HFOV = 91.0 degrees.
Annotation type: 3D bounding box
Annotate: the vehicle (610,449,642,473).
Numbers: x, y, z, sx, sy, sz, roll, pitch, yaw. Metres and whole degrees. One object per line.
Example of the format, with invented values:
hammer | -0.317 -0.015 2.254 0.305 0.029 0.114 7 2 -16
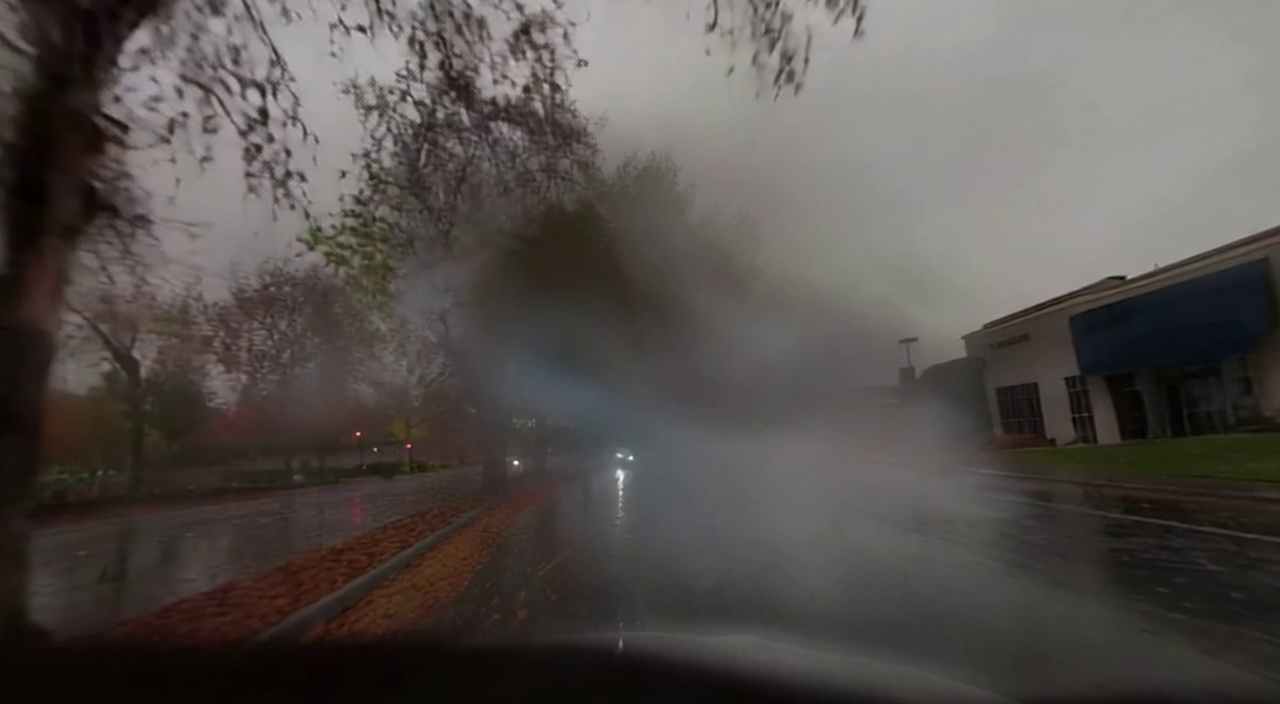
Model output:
vehicle | -0.883 7.403 43.095 2.018 1.512 4.304 0 -9 1
